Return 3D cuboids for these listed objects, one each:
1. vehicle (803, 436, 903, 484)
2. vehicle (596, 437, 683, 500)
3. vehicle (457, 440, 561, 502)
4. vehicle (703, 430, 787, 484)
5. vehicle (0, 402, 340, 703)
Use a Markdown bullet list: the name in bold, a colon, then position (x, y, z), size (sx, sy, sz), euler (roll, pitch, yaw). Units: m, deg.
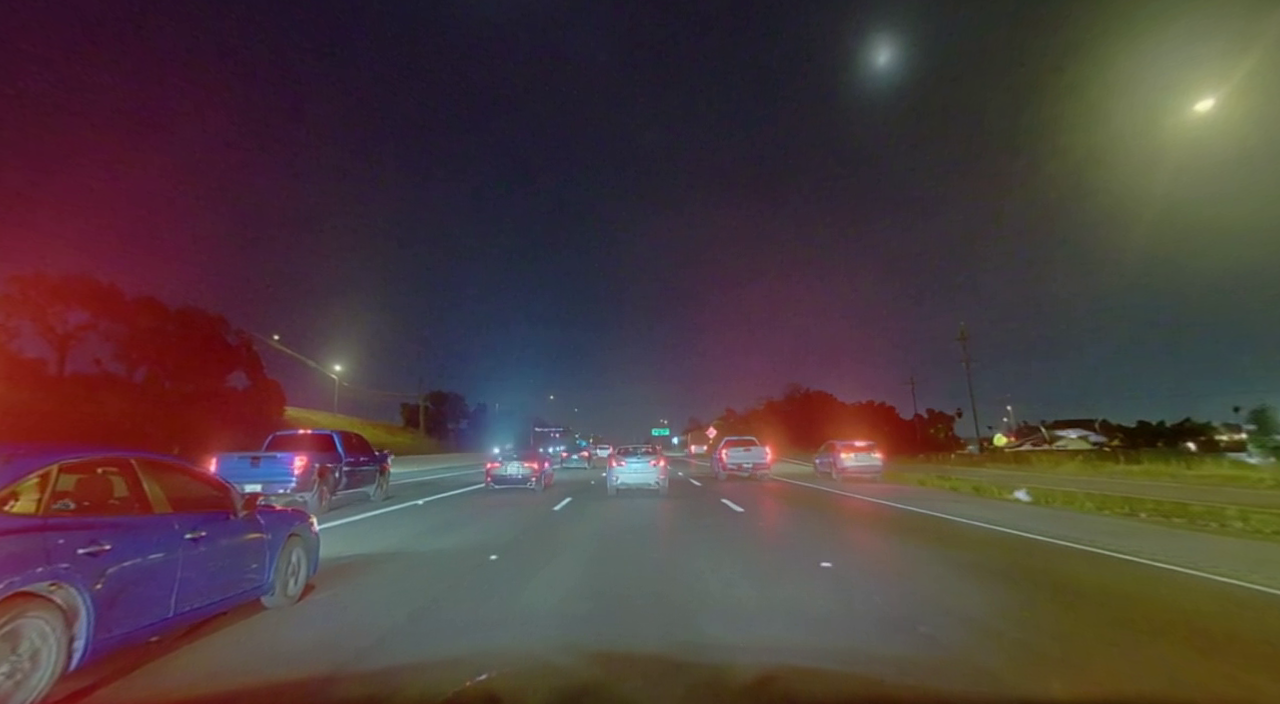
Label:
- **vehicle**: position (7.872, 4.018, 23.903), size (1.969, 1.608, 4.865), euler (0, -8, -1)
- **vehicle**: position (-0.034, 3.147, 17.560), size (2.102, 1.499, 4.439), euler (0, -8, -1)
- **vehicle**: position (-3.365, 3.122, 17.050), size (1.899, 1.437, 4.131), euler (0, -8, 1)
- **vehicle**: position (3.791, 3.920, 23.922), size (2.113, 1.800, 5.376), euler (0, -8, -1)
- **vehicle**: position (-3.728, 1.059, 3.353), size (1.955, 1.481, 4.604), euler (0, -8, 1)
